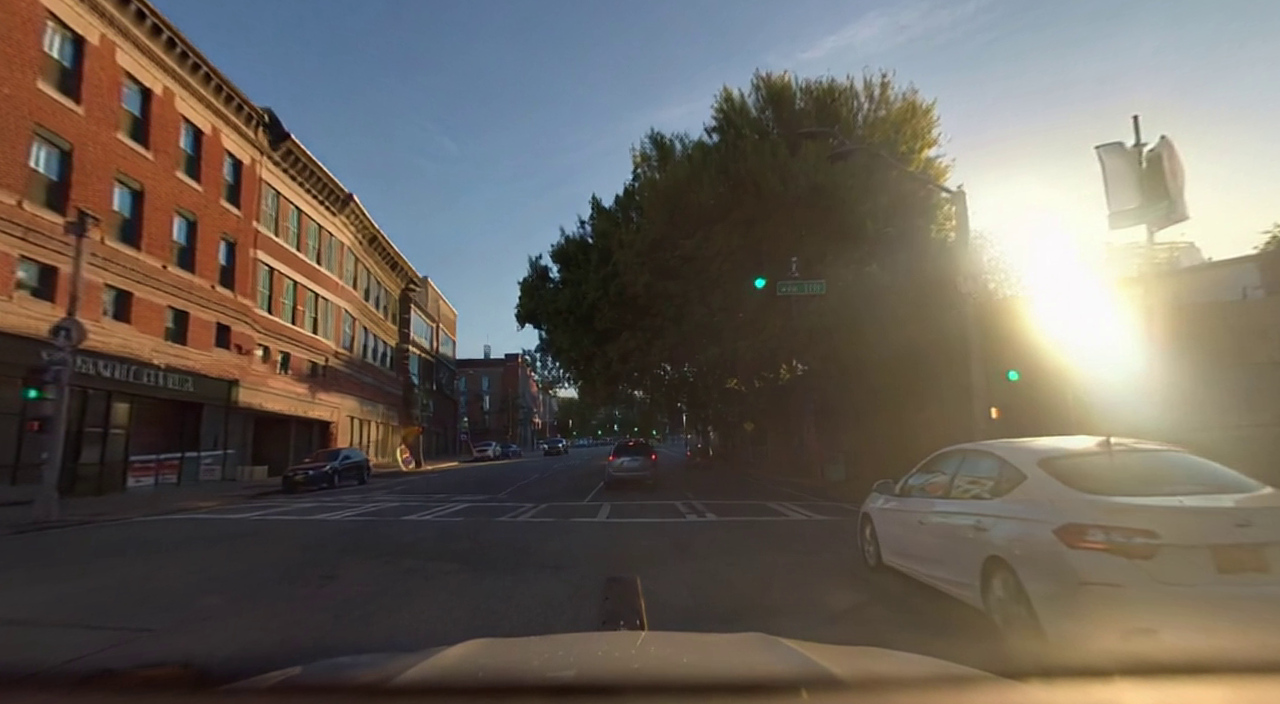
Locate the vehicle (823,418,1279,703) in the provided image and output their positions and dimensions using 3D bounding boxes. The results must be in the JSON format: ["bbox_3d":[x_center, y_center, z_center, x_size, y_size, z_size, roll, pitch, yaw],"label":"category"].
[{"bbox_3d":[3.288,1.425,5.441,2.026,1.499,4.662,0,-9,0],"label":"vehicle"}]

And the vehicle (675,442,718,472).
[{"bbox_3d":[2.958,5.599,33.862,1.852,1.462,4.155,0,-9,-1],"label":"vehicle"}]

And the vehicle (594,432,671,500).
[{"bbox_3d":[-0.239,3.453,19.575,2.105,1.842,4.537,0,-9,-1],"label":"vehicle"}]

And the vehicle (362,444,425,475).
[{"bbox_3d":[-14.331,6.240,36.953,1.891,1.659,4.360,0,-9,0],"label":"vehicle"}]

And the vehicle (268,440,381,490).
[{"bbox_3d":[-14.267,5.116,29.060,2.191,2.011,5.556,-1,-9,2],"label":"vehicle"}]
